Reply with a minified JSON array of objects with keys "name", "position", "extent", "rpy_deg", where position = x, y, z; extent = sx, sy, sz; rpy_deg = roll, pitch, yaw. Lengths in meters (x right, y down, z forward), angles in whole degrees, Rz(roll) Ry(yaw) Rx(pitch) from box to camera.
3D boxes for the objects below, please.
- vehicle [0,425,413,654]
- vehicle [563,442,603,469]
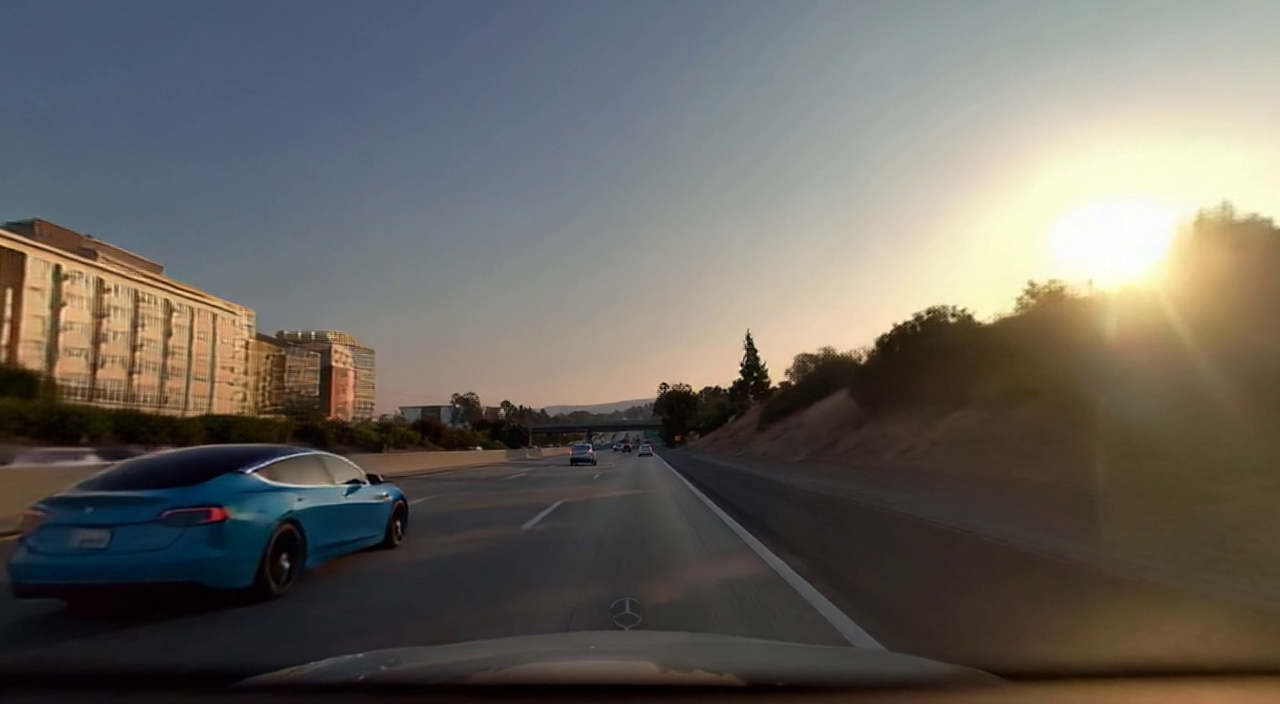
[{"name":"vehicle","position":[-4.160,1.543,6.358],"extent":[2.083,1.471,4.350],"rpy_deg":[0,-8,1]},{"name":"vehicle","position":[-3.278,6.034,37.106],"extent":[1.926,1.464,4.186],"rpy_deg":[0,-8,0]}]
